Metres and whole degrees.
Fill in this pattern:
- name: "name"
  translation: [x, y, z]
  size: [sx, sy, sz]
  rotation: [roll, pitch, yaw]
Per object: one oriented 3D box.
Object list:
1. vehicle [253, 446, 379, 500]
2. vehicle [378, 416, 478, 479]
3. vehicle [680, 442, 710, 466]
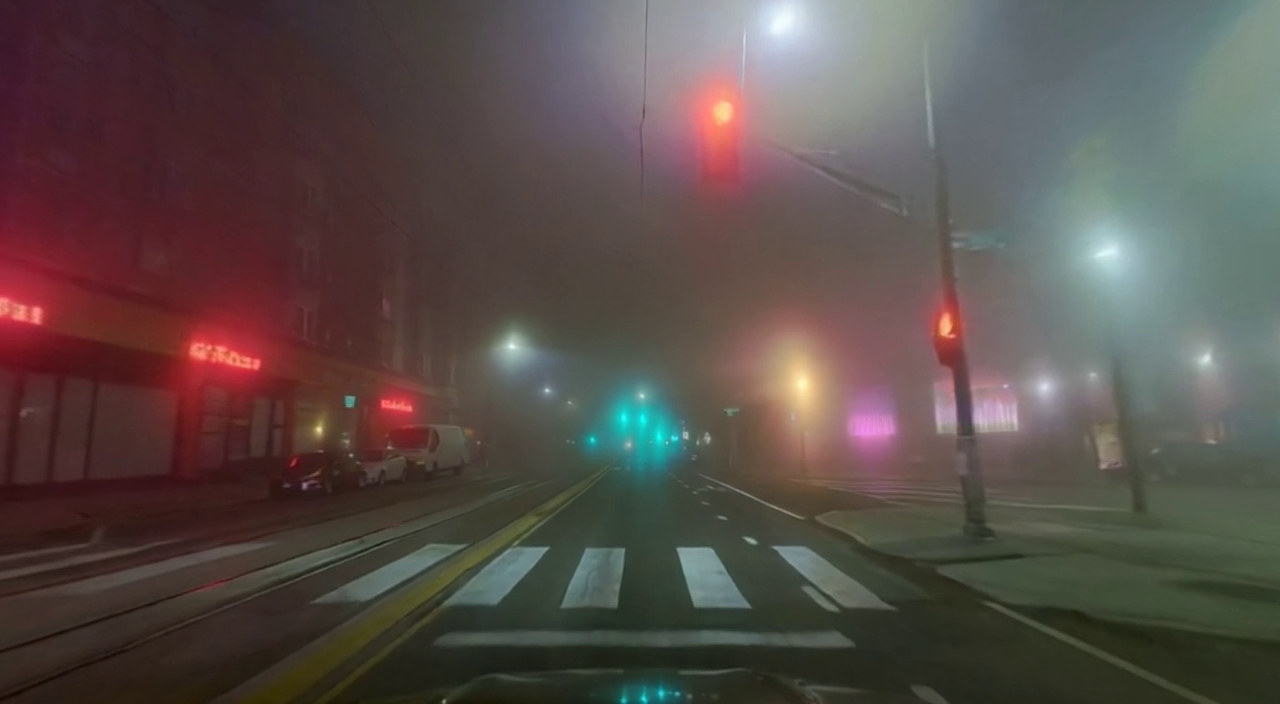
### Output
- name: "vehicle"
  translation: [-10.025, 3.742, 19.894]
  size: [1.897, 1.464, 4.209]
  rotation: [0, -8, -3]
- name: "vehicle"
  translation: [-10.478, 4.825, 32.051]
  size: [2.378, 2.765, 7.920]
  rotation: [0, -8, -1]
- name: "vehicle"
  translation: [3.707, 6.916, 43.001]
  size: [1.819, 1.546, 3.681]
  rotation: [0, -8, 1]
